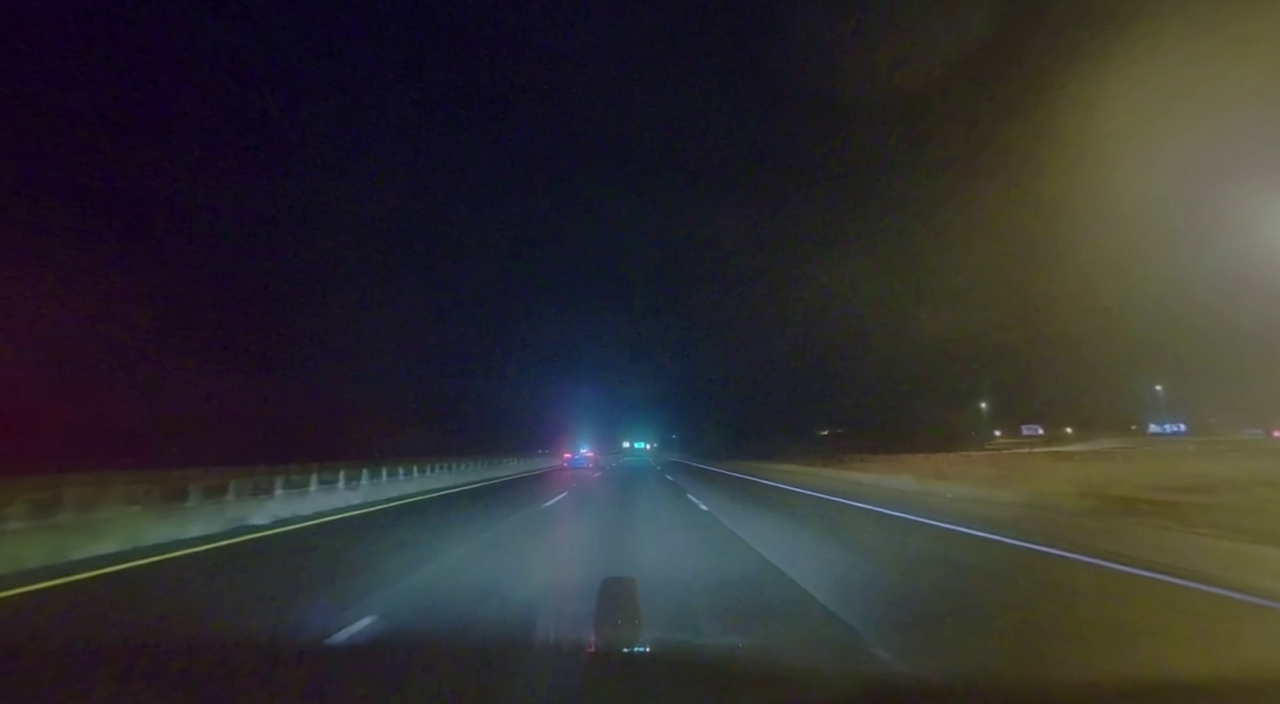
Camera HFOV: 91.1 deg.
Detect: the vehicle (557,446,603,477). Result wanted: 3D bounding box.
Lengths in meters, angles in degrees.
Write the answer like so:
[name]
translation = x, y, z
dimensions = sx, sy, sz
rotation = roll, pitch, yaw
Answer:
[vehicle]
translation = -3.249, 6.050, 34.934
dimensions = 2.069, 1.573, 4.589
rotation = 0, -9, 1
